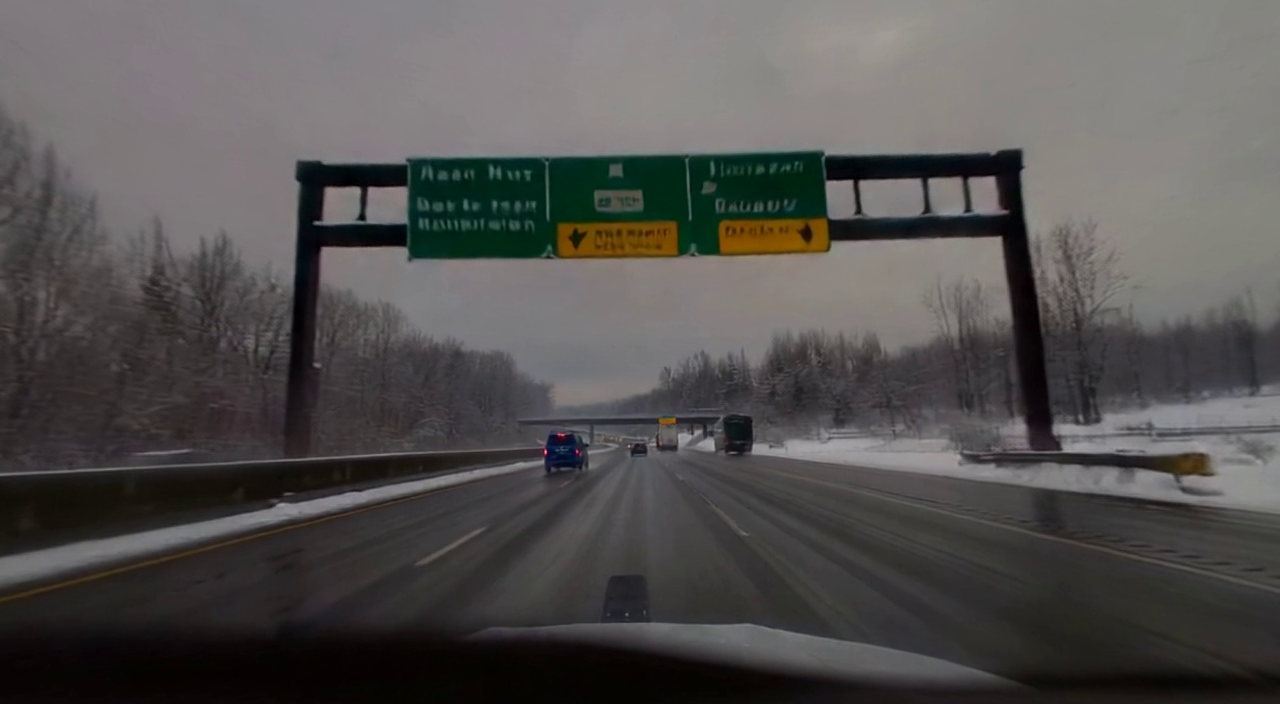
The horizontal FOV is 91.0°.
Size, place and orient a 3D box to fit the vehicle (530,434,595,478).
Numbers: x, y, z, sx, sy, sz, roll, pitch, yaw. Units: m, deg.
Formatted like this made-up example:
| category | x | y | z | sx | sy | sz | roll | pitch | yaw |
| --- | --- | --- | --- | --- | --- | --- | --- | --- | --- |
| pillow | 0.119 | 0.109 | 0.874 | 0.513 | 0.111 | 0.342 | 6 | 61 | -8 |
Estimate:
| category | x | y | z | sx | sy | sz | roll | pitch | yaw |
| --- | --- | --- | --- | --- | --- | --- | --- | --- | --- |
| vehicle | -3.193 | 4.402 | 26.944 | 2.177 | 1.707 | 4.432 | 0 | -8 | 0 |

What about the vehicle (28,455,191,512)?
| category | x | y | z | sx | sy | sz | roll | pitch | yaw |
| --- | --- | --- | --- | --- | --- | --- | --- | --- | --- |
| vehicle | -16.117 | 3.962 | 19.387 | 1.743 | 1.469 | 3.718 | 0 | -8 | 0 |

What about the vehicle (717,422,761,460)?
| category | x | y | z | sx | sy | sz | roll | pitch | yaw |
| --- | --- | --- | --- | --- | --- | --- | --- | --- | --- |
| vehicle | 7.583 | 6.955 | 48.992 | 2.435 | 2.754 | 6.284 | 0 | -8 | 0 |
